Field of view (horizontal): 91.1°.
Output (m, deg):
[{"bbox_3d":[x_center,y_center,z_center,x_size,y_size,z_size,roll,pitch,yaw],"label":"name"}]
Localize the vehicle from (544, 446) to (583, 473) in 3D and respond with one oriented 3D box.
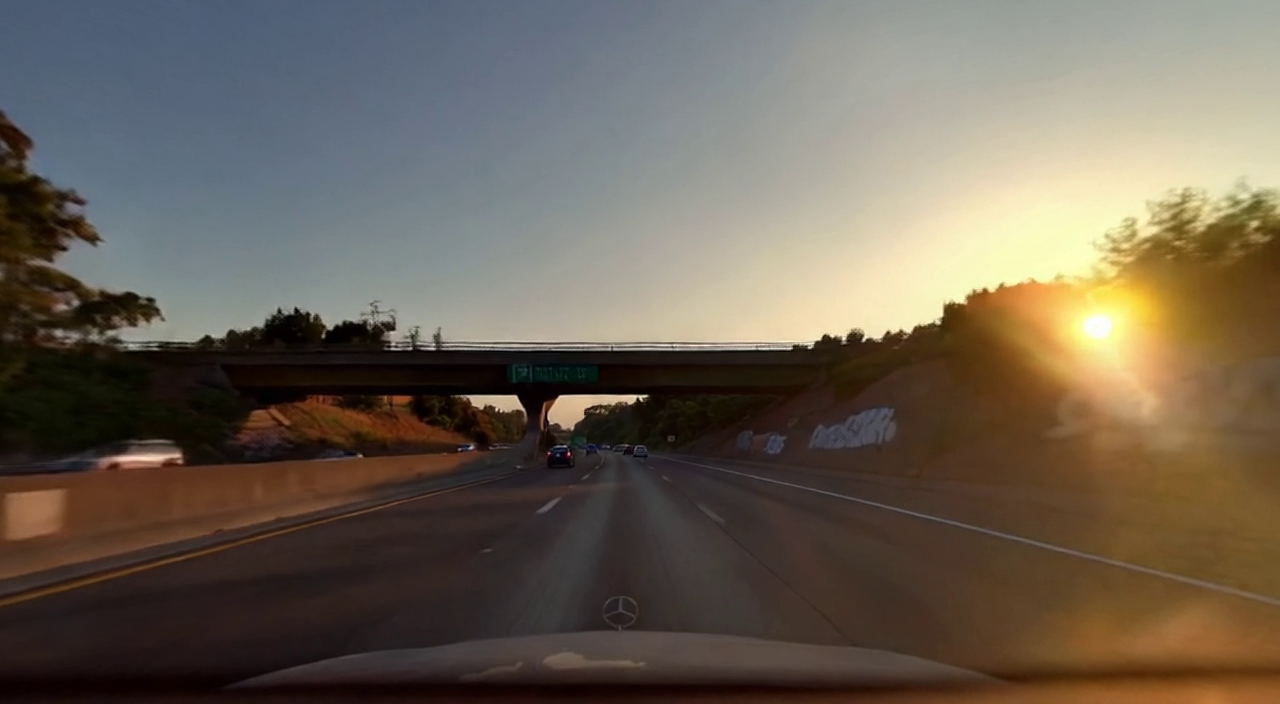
[{"bbox_3d":[-4.365,6.186,36.245,1.871,1.459,3.771,0,-9,-1],"label":"vehicle"}]
